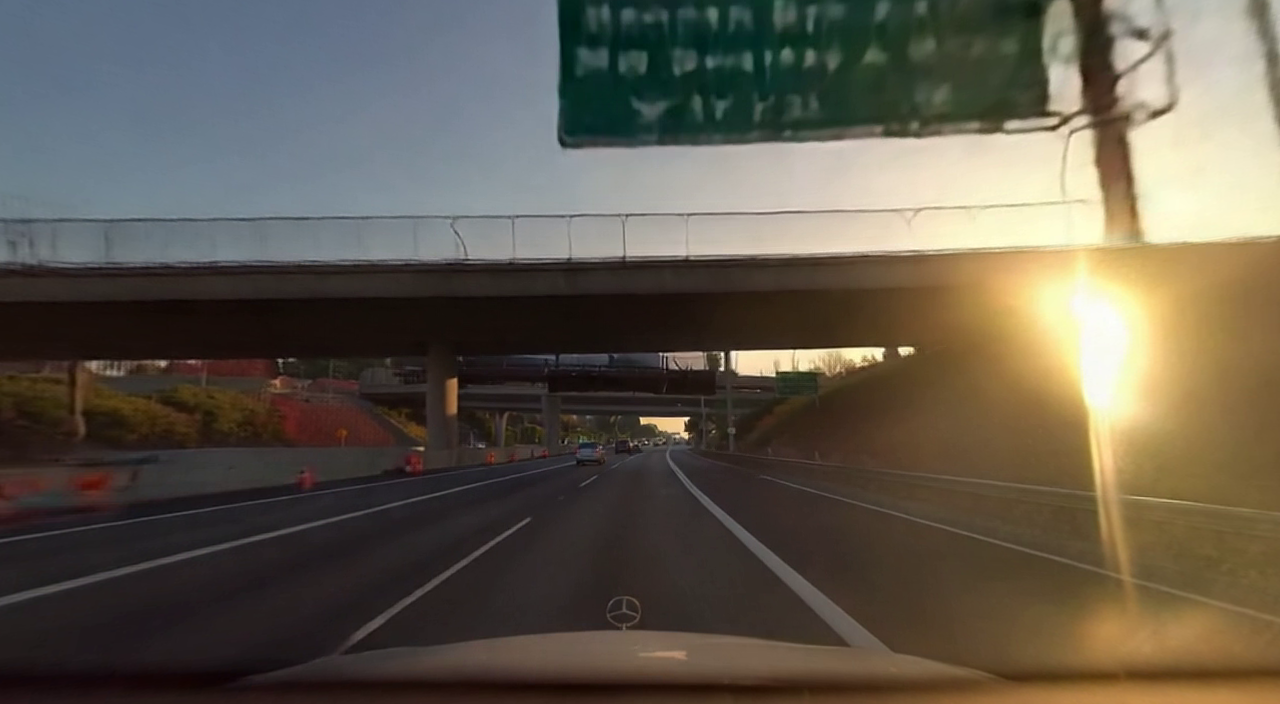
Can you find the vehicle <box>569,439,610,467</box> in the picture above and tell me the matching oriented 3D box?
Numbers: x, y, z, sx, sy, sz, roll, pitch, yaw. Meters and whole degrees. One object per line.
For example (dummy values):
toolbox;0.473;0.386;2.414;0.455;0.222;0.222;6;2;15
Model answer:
vehicle;-3.052;6.195;38.690;2.078;1.629;4.059;0;-8;1
